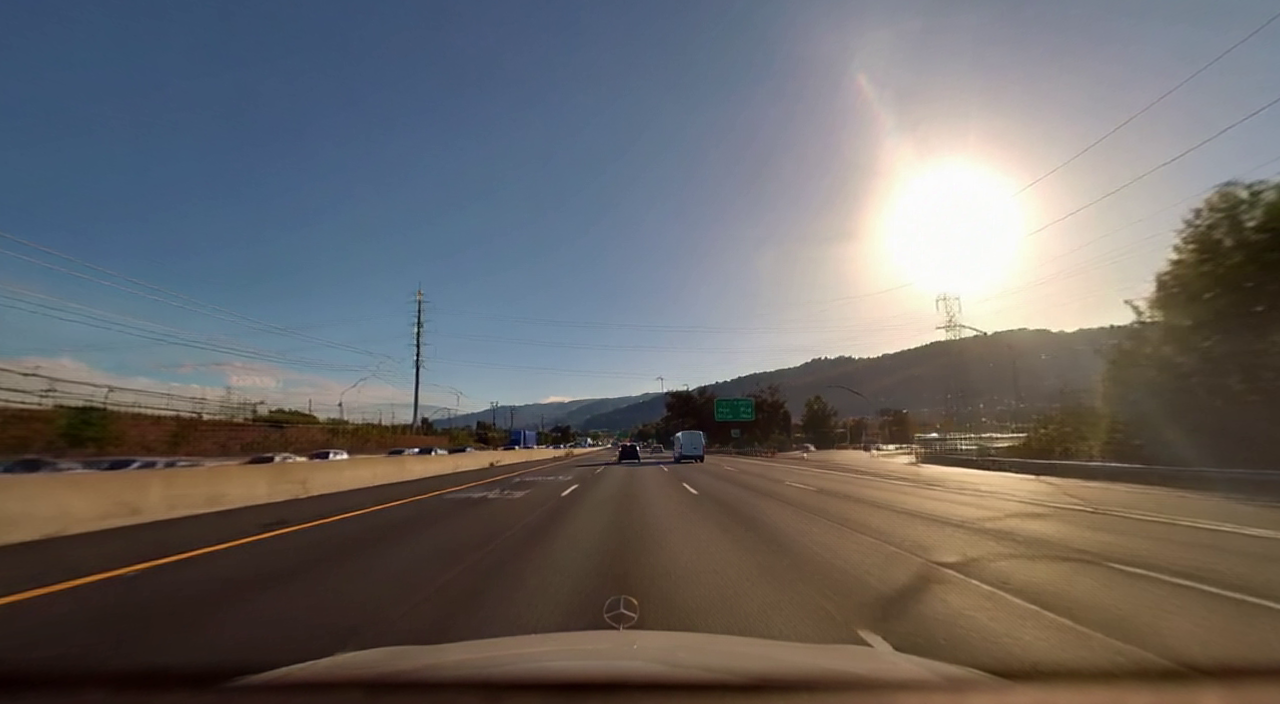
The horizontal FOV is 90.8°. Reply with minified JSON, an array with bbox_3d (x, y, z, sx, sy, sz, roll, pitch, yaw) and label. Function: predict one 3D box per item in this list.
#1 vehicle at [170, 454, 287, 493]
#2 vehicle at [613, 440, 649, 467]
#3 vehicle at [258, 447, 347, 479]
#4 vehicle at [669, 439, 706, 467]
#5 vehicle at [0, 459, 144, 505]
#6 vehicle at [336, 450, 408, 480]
[{"bbox_3d":[-17.439,5.121,27.085,1.903,1.482,4.623,0,-9,0],"label":"vehicle"},{"bbox_3d":[-0.594,6.896,42.890,2.325,1.712,4.592,0,-9,-1],"label":"vehicle"},{"bbox_3d":[-21.617,7.115,40.880,2.345,1.875,6.106,0,-9,0],"label":"vehicle"},{"bbox_3d":[3.210,6.931,43.510,2.036,1.796,4.470,0,-9,-2],"label":"vehicle"},{"bbox_3d":[-21.402,4.810,23.738,1.846,1.479,4.524,0,-9,-1],"label":"vehicle"},{"bbox_3d":[-14.093,5.968,33.540,1.894,1.454,4.454,0,-9,0],"label":"vehicle"}]
